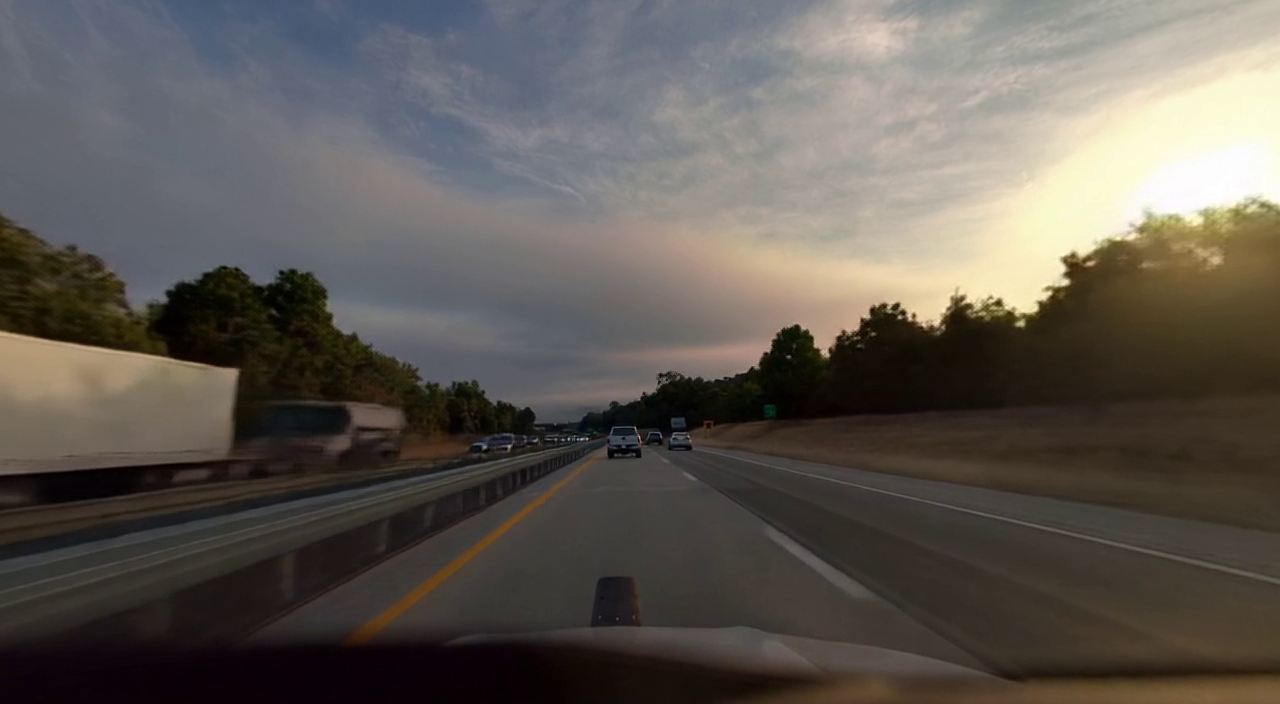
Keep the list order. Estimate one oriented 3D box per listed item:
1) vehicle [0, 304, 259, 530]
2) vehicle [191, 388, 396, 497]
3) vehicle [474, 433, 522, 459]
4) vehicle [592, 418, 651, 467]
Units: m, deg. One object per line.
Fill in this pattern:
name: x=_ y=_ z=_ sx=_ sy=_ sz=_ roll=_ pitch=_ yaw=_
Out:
vehicle: x=-13.804 y=1.379 z=12.990 sx=3.183 sy=4.272 sz=14.168 roll=0 pitch=-8 yaw=-1
vehicle: x=-9.563 y=2.610 z=18.364 sx=2.496 sy=2.608 sz=6.293 roll=0 pitch=-8 yaw=-2
vehicle: x=-9.834 y=6.555 z=44.154 sx=2.293 sy=1.670 sz=4.765 roll=0 pitch=-8 yaw=-1
vehicle: x=-0.852 y=4.146 z=29.028 sx=2.503 sy=2.044 sz=4.633 roll=0 pitch=-8 yaw=-2
